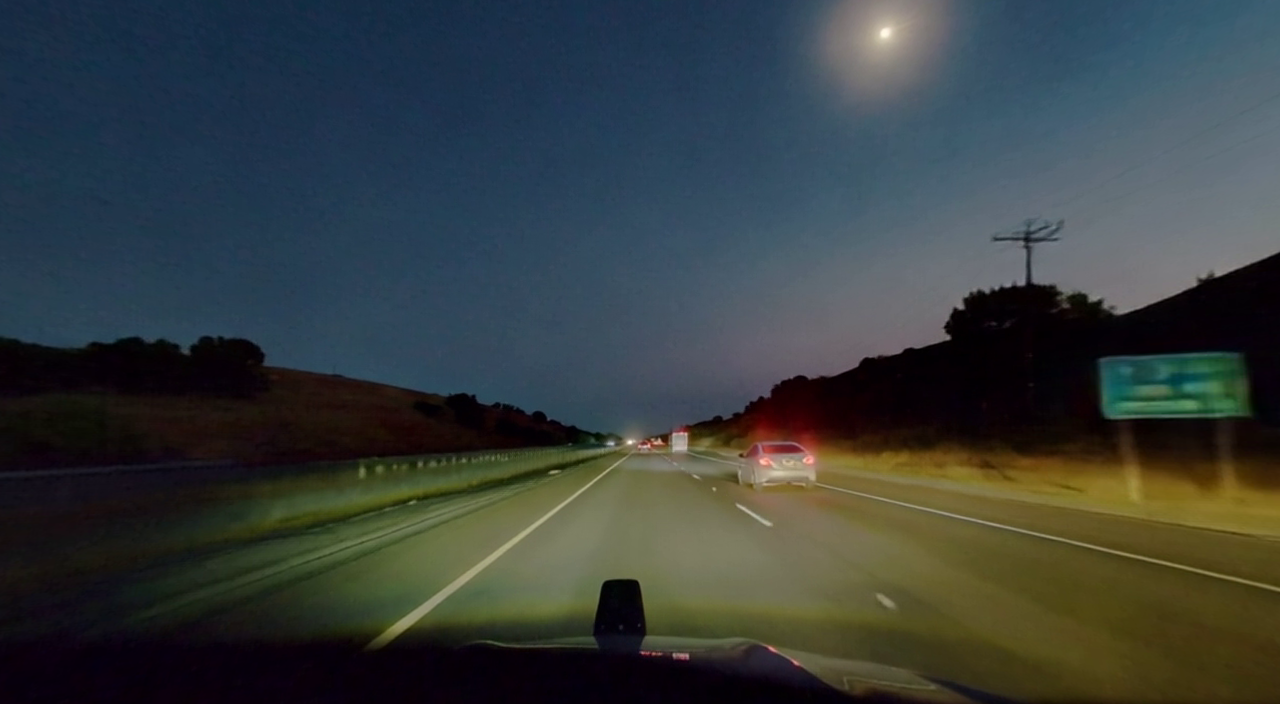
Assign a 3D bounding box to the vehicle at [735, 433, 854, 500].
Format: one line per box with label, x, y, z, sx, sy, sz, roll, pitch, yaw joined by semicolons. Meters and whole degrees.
vehicle;3.910;2.965;16.858;1.960;1.516;4.657;0;-8;0
